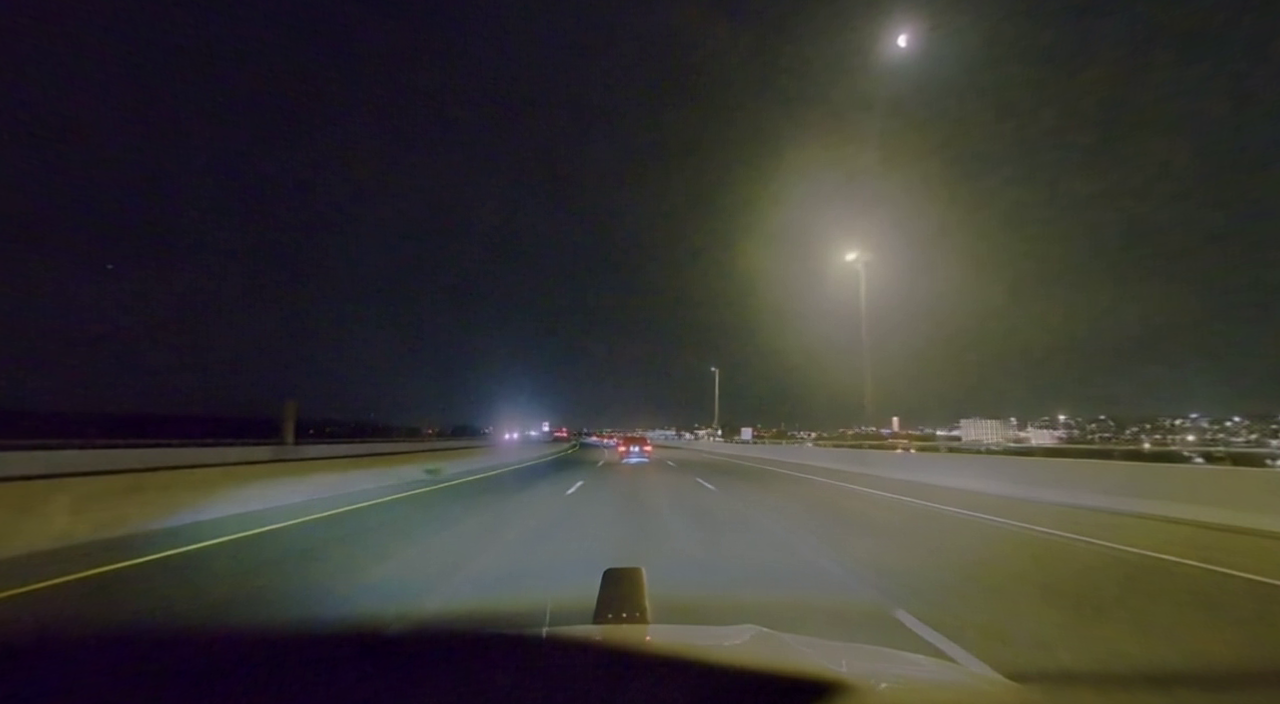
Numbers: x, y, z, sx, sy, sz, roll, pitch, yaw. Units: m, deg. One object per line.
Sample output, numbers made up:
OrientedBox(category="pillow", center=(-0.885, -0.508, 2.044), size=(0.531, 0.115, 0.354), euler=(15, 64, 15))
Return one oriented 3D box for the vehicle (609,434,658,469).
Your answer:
OrientedBox(category="vehicle", center=(-0.287, 4.718, 29.954), size=(2.130, 1.512, 4.057), euler=(0, -8, 0))
